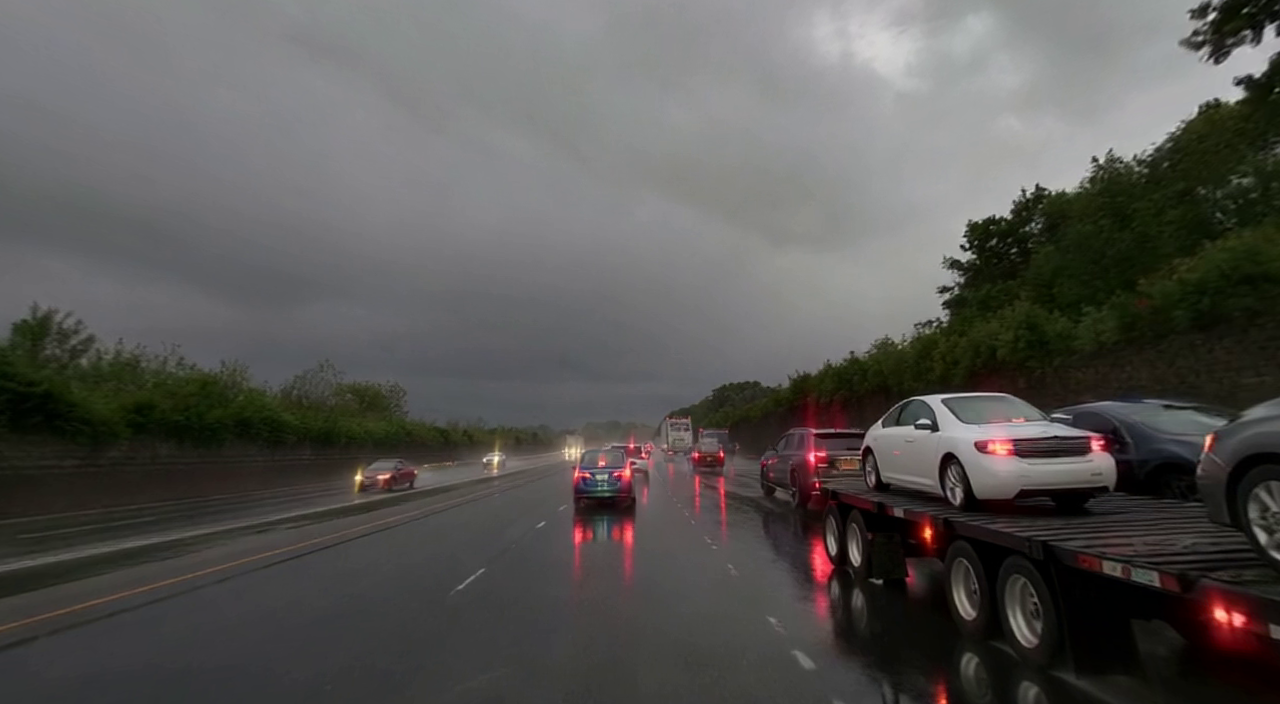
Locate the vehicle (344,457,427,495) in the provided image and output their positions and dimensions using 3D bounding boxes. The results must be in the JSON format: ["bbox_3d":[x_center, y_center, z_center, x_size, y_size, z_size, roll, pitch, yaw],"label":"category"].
[{"bbox_3d":[-11.201,5.462,28.032,2.089,1.482,3.770,0,-9,1],"label":"vehicle"}]

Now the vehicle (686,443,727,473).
[{"bbox_3d":[3.942,6.334,37.845,1.938,1.660,4.223,0,-9,0],"label":"vehicle"}]

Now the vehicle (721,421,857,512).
[{"bbox_3d":[3.400,2.725,15.290,2.303,1.889,3.920,0,-9,0],"label":"vehicle"}]

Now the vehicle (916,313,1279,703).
[{"bbox_3d":[3.462,0.891,3.346,1.959,1.783,4.407,0,-9,0],"label":"vehicle"}]

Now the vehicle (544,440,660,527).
[{"bbox_3d":[-0.664,2.565,12.750,1.991,1.466,3.675,0,-9,0],"label":"vehicle"}]
